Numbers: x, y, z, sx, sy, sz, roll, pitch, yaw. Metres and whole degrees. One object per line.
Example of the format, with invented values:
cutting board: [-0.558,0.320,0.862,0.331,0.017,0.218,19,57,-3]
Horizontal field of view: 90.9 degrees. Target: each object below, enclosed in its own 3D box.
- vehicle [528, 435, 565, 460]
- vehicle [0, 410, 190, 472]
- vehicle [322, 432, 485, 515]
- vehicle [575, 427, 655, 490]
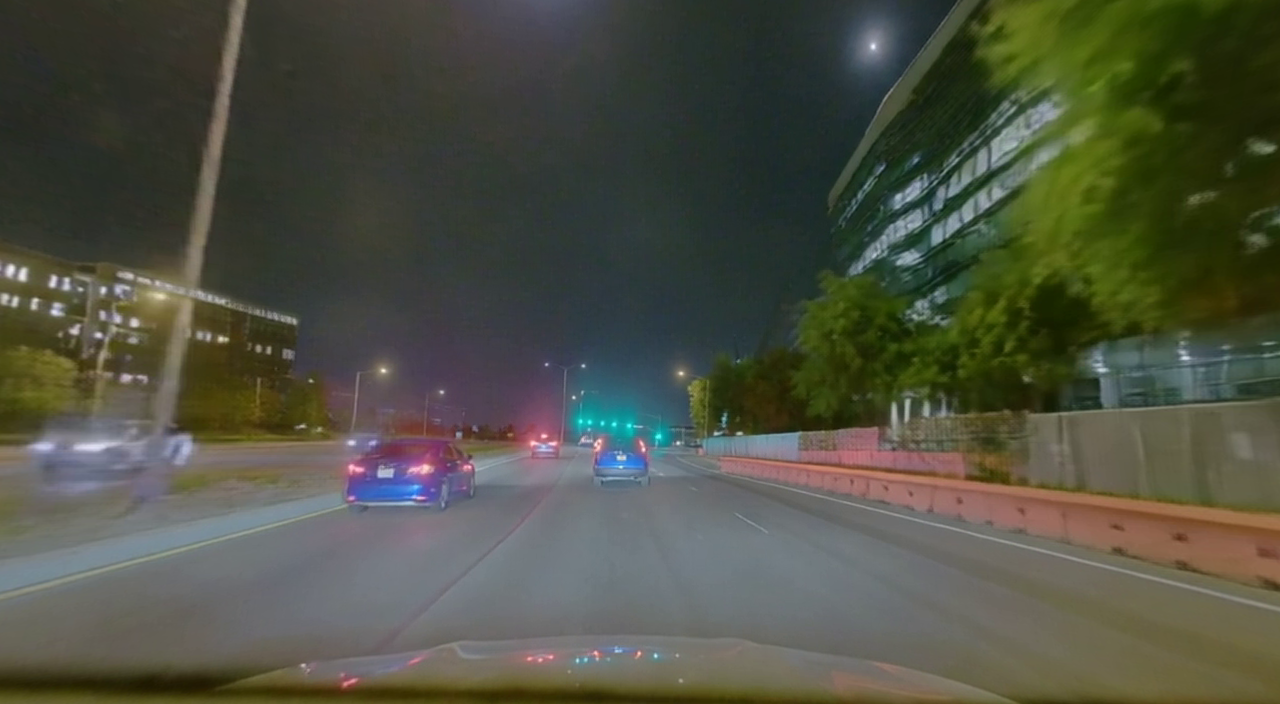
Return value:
vehicle: [-5.891,6.023,40.110,1.888,1.486,4.310,0,-8,-3]
vehicle: [-15.012,2.471,17.653,1.799,1.531,4.133,0,-8,-2]
vehicle: [-4.529,2.343,12.791,1.848,1.406,4.013,0,-8,-2]
vehicle: [-0.569,2.780,16.822,1.913,1.499,3.581,0,-8,1]
